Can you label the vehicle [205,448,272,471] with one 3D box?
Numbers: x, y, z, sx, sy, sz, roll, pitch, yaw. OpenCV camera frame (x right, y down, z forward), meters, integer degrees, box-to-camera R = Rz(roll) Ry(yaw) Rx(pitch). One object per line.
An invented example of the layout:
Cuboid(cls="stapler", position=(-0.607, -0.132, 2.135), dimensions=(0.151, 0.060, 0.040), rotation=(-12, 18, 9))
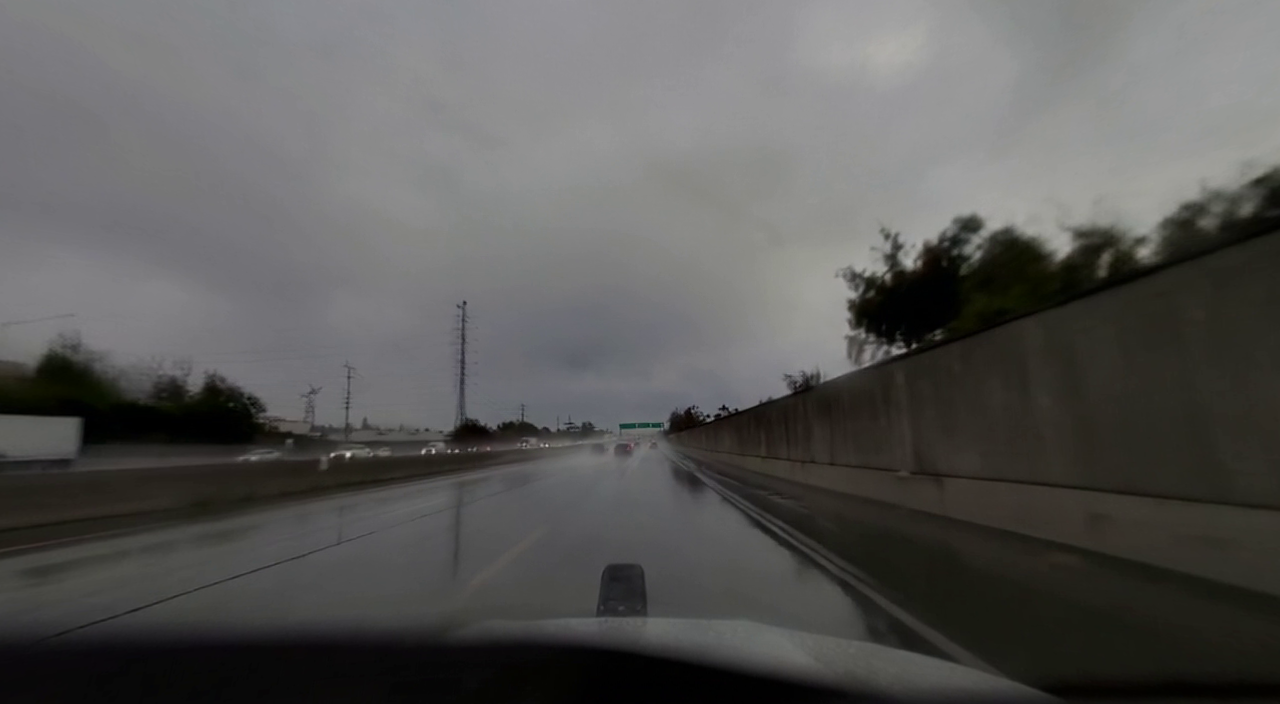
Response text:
Cuboid(cls="vehicle", position=(-31.411, 8.412, 49.512), dimensions=(1.902, 1.669, 4.935), rotation=(0, -8, 2))
